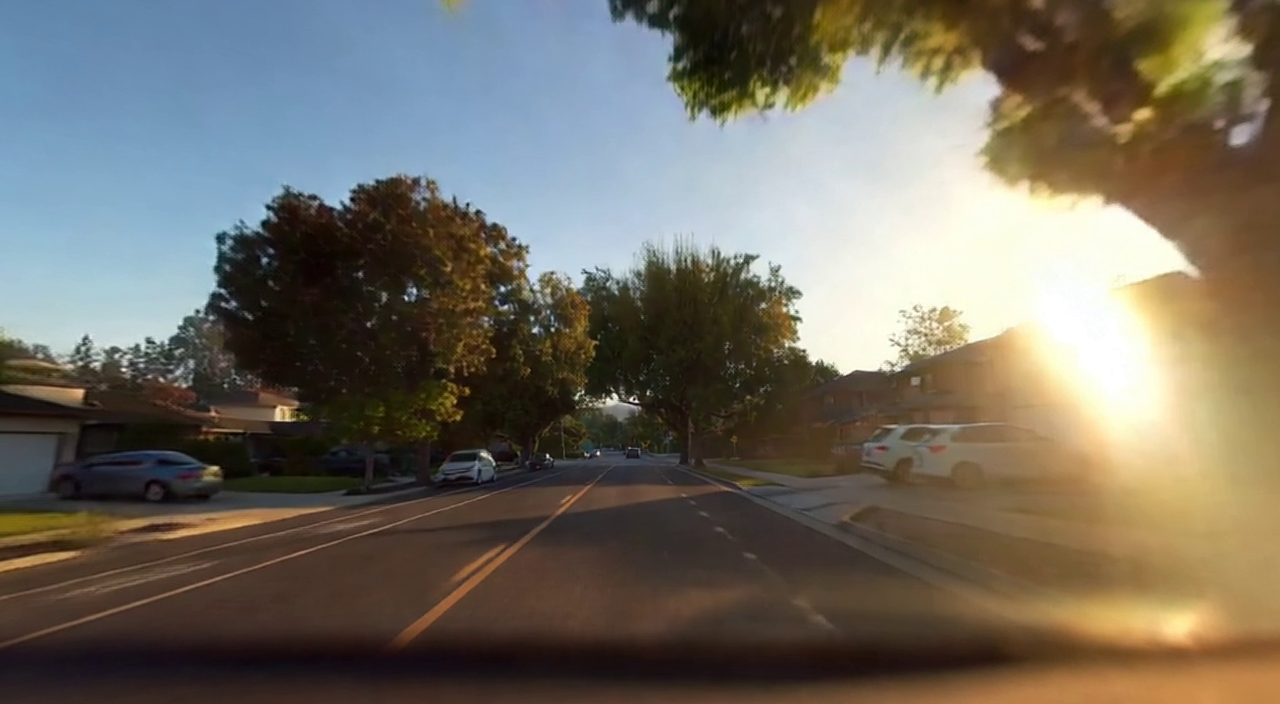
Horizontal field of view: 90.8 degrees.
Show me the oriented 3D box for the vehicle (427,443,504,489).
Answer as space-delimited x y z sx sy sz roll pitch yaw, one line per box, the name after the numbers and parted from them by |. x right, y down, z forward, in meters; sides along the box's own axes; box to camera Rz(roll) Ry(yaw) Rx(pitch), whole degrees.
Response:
-7.850 5.131 28.907 2.122 1.739 4.770 -4 -8 0 | vehicle

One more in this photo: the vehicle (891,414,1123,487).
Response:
8.968 2.449 15.766 4.535 1.697 1.968 0 -9 -1 | vehicle

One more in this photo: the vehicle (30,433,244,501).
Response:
-14.610 3.333 18.548 4.602 1.847 1.976 -1 -9 4 | vehicle
